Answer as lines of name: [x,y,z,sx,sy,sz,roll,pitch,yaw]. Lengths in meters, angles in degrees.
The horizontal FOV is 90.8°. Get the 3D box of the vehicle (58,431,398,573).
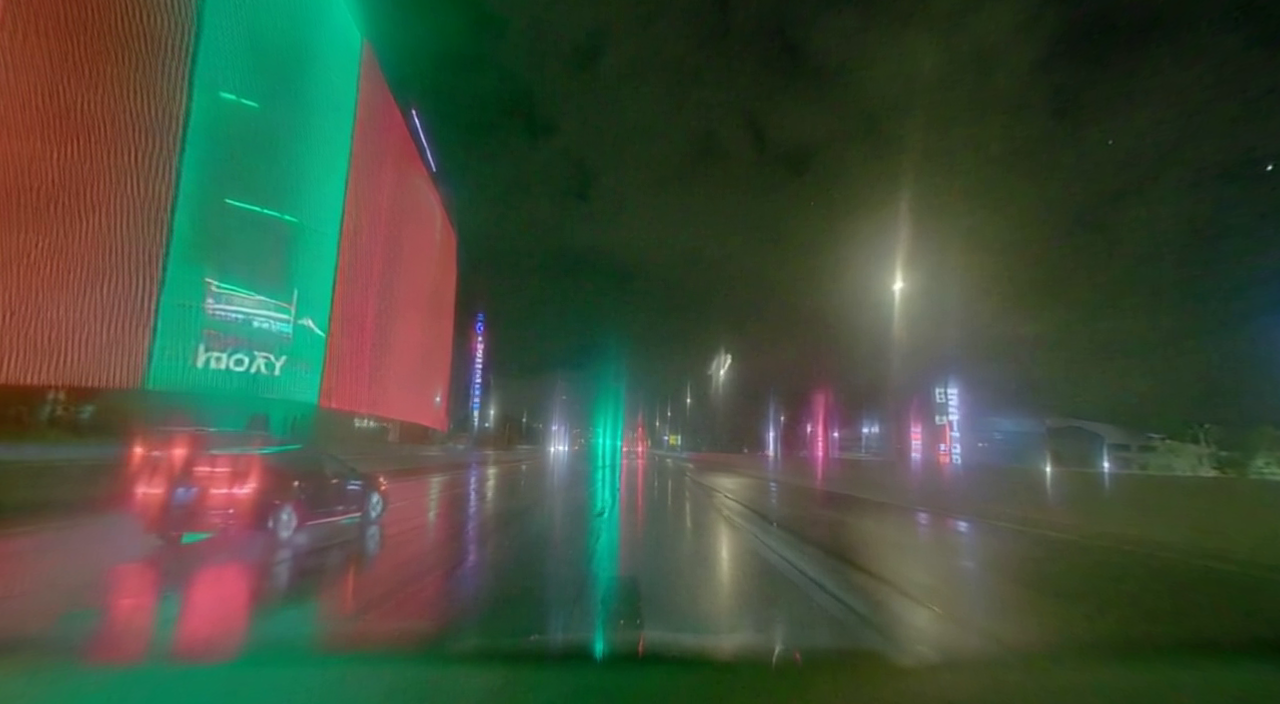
vehicle: [-5.262,1.943,8.962,1.943,1.510,4.201,0,-9,1]
